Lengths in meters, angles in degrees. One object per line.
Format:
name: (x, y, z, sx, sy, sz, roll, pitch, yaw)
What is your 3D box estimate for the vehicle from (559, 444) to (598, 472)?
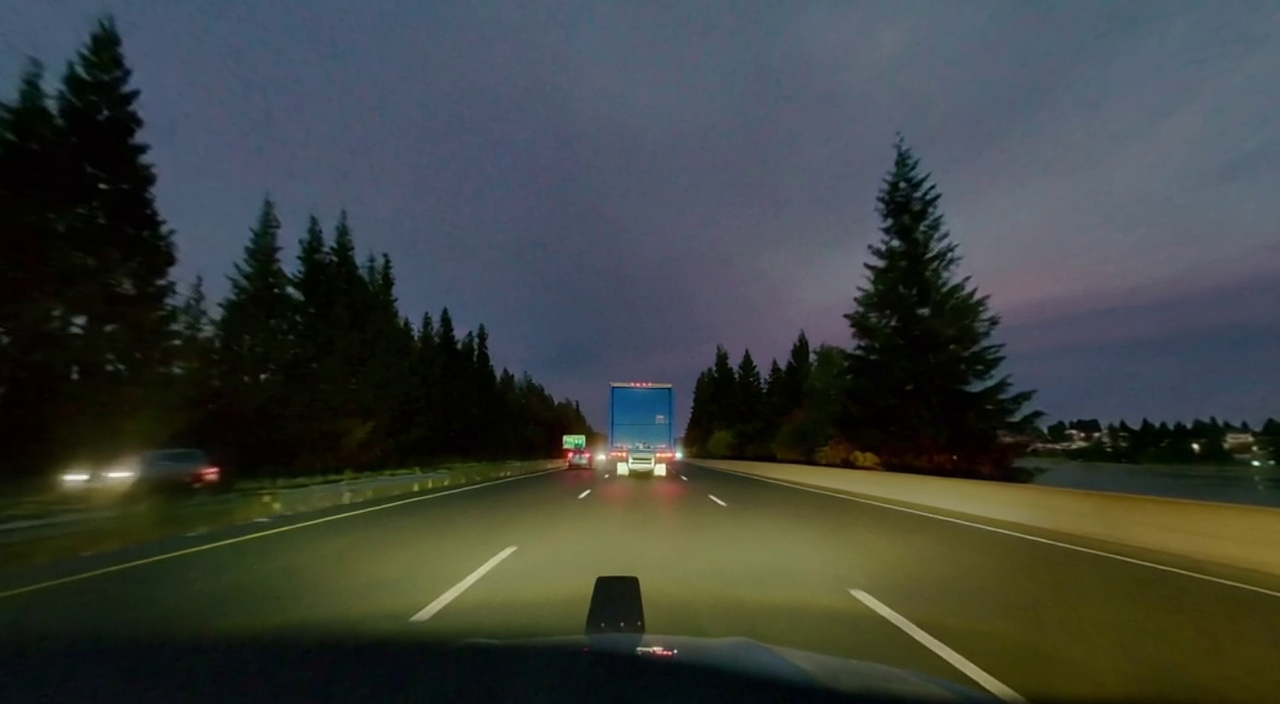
vehicle: (-3.886, 6.800, 40.568, 2.018, 1.632, 4.722, 0, -9, 1)

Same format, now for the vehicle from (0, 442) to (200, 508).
vehicle: (-16.463, 3.701, 19.481, 2.008, 1.748, 4.967, 0, -9, 1)

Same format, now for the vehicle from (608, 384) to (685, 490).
vehicle: (0.337, 3.824, 27.747, 2.821, 3.878, 8.925, 0, -9, 1)
